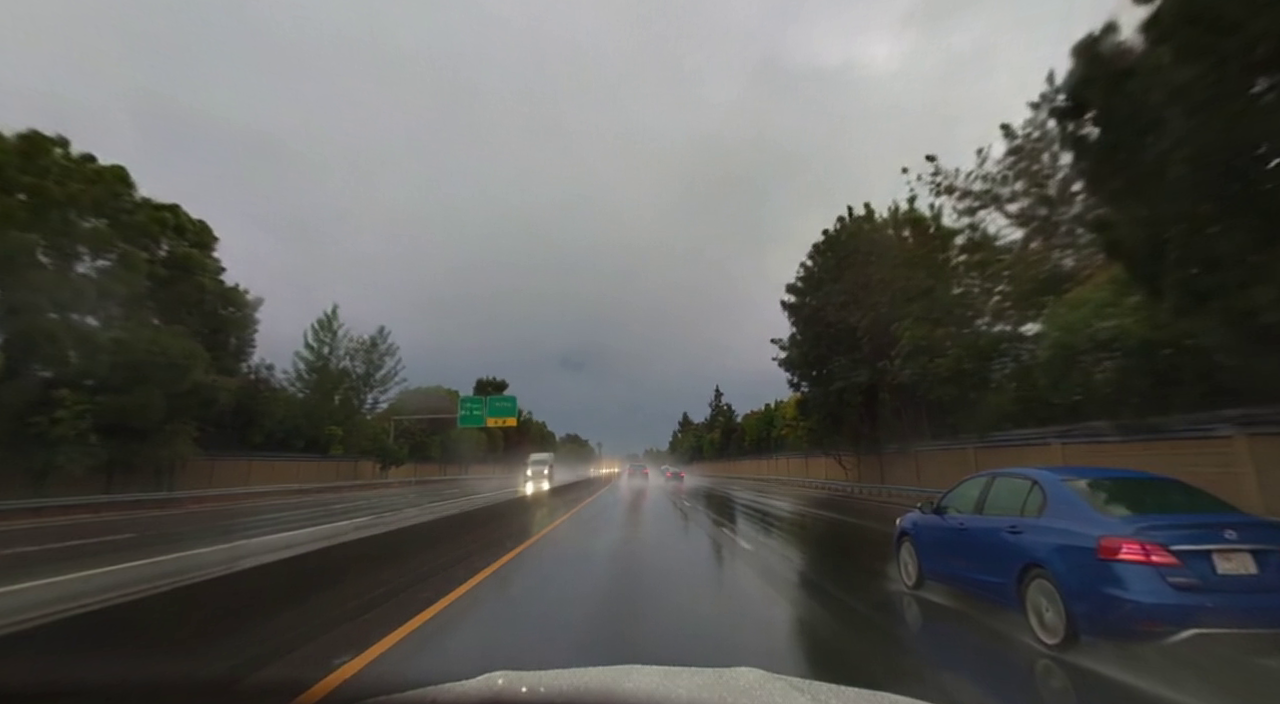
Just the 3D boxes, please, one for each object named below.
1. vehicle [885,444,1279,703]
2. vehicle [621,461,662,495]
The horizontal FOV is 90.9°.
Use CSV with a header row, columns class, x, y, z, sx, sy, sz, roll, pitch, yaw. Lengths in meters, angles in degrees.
class,x,y,z,sx,sy,sz,roll,pitch,yaw
vehicle,4.047,1.690,5.716,1.938,1.494,4.032,1,-11,-1
vehicle,0.025,6.643,33.253,2.037,1.605,3.833,1,-11,-1
